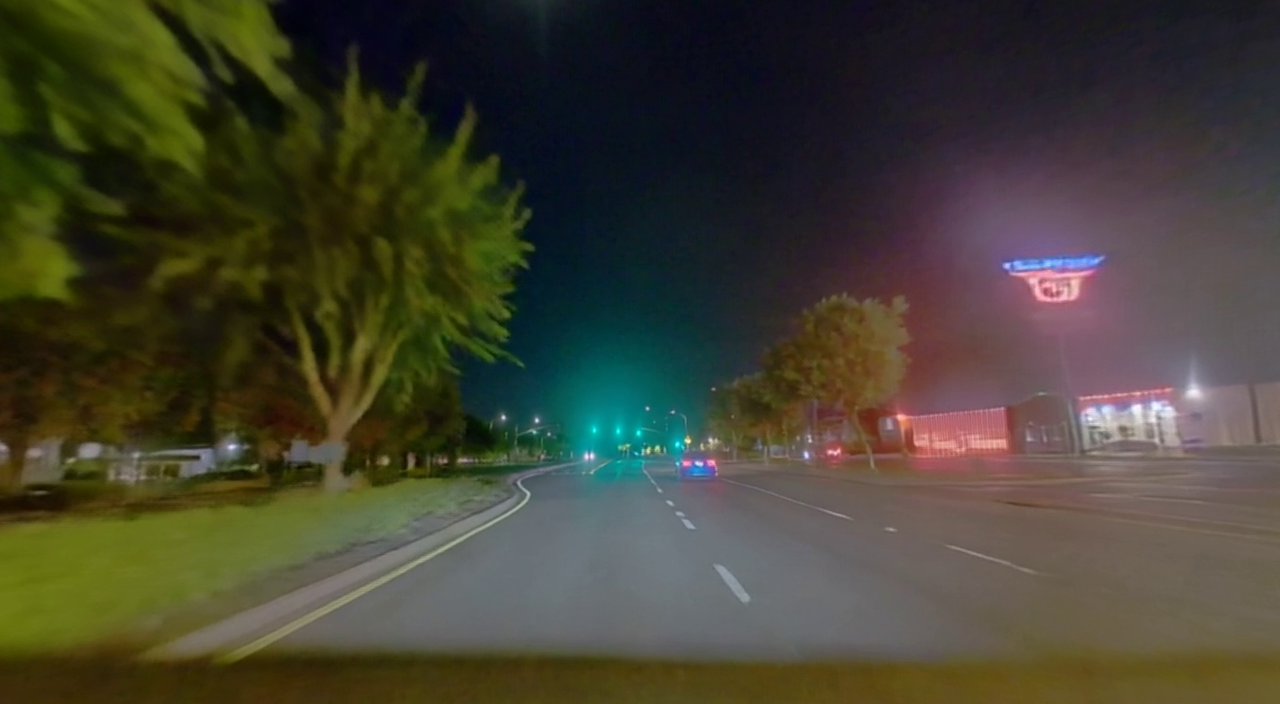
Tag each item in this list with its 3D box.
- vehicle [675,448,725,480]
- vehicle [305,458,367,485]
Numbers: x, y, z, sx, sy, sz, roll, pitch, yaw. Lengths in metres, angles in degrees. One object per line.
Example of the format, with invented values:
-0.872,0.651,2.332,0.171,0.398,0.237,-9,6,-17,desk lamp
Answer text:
2.859,5.428,30.888,1.929,1.411,4.284,1,-9,-1,vehicle
-20.013,7.869,41.789,1.949,1.610,4.279,1,-9,0,vehicle
